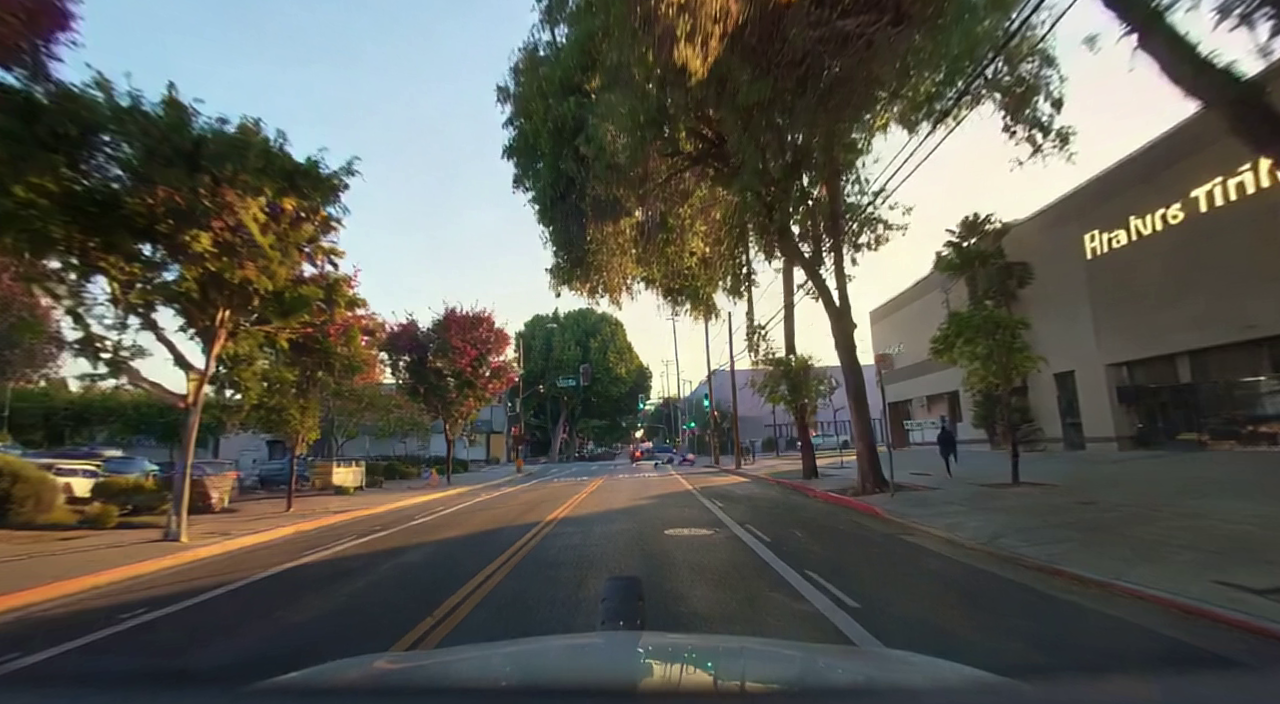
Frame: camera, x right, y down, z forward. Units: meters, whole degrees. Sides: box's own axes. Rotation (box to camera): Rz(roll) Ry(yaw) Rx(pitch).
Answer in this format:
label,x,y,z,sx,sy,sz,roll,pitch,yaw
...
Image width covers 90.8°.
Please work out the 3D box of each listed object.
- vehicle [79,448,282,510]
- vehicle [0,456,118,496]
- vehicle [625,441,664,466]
label,x,y,z,sx,sy,sz,roll,pitch,yaw
vehicle,-13.138,3.624,18.285,4.294,1.634,1.972,0,-8,1
vehicle,-26.072,5.488,28.083,3.892,1.518,2.147,-2,-8,2
vehicle,0.213,6.439,40.122,2.118,1.478,4.624,1,-8,-5
